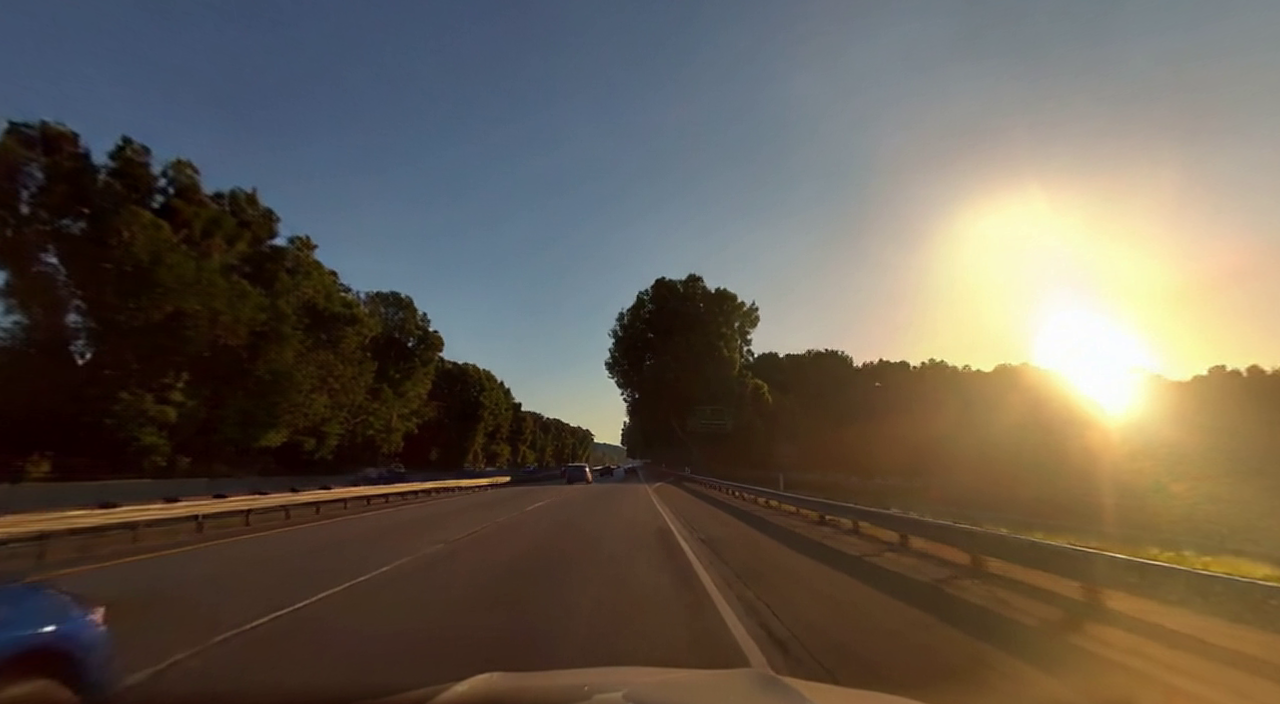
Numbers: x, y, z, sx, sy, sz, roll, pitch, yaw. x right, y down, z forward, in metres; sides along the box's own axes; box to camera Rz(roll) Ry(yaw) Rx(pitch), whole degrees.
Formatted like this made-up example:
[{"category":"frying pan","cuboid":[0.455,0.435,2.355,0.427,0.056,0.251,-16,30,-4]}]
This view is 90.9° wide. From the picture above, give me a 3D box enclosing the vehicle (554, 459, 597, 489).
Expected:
[{"category":"vehicle","cuboid":[-3.758,7.278,37.624,2.042,1.629,4.276,1,-10,1]}]
